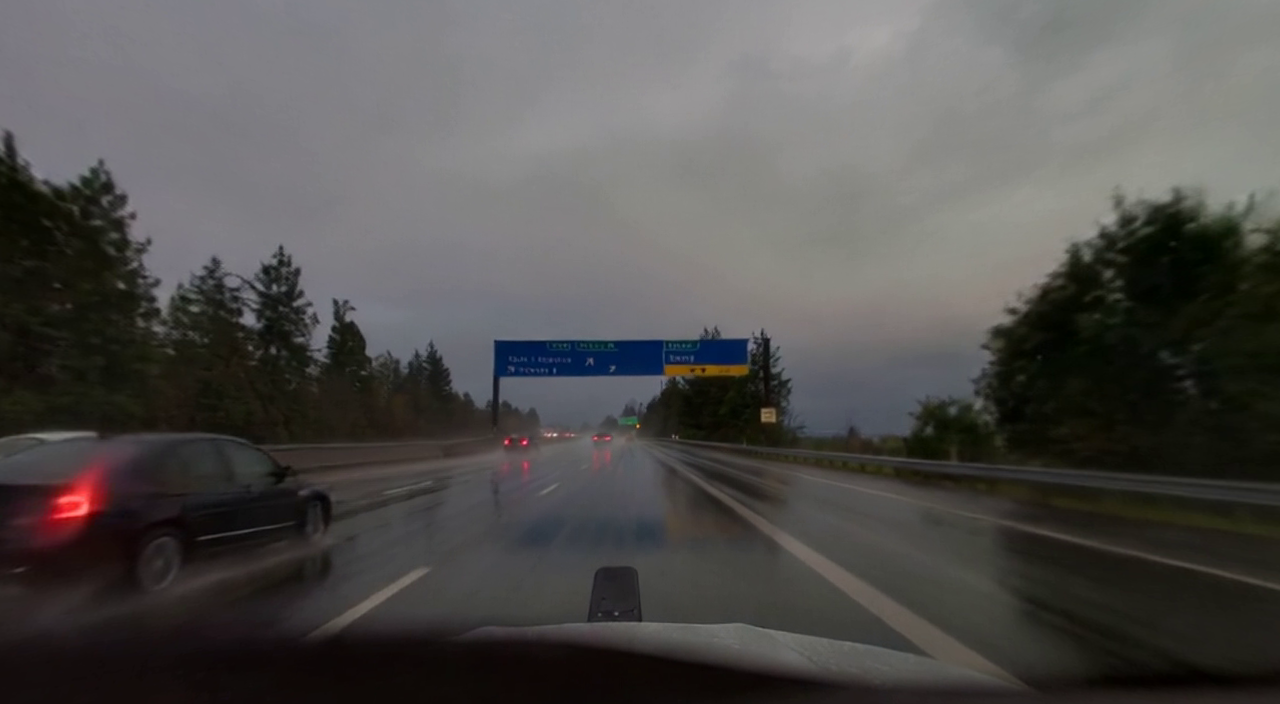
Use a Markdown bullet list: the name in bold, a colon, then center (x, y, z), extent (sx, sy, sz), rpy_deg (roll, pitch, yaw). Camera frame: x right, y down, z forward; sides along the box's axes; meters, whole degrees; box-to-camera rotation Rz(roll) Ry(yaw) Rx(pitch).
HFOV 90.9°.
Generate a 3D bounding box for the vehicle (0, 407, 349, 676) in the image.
- **vehicle**: center (-4.342, 1.308, 5.430), extent (1.912, 1.495, 3.703), rpy_deg (0, -8, -1)

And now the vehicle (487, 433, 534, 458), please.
- **vehicle**: center (-8.692, 6.333, 42.829), extent (2.092, 1.574, 5.251), rpy_deg (0, -8, 0)
